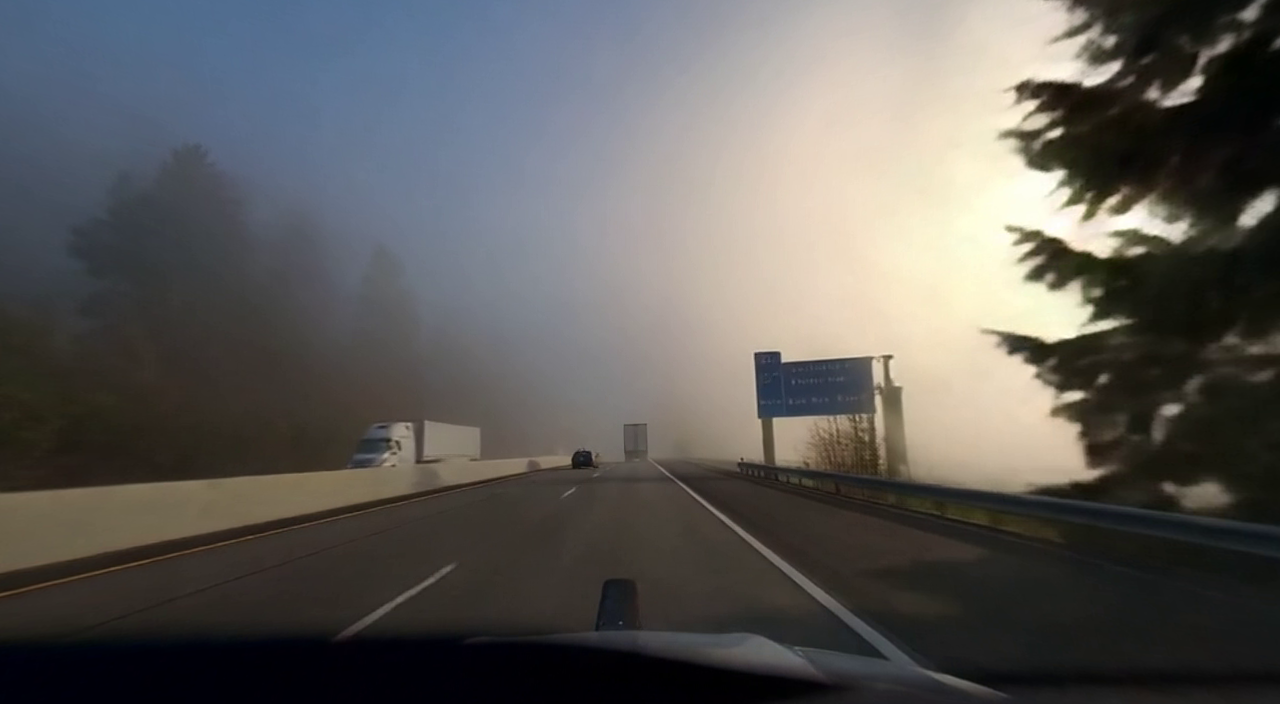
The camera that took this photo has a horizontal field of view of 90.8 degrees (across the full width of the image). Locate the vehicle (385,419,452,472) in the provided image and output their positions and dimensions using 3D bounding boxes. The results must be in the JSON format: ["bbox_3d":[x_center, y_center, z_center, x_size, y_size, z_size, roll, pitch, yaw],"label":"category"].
[{"bbox_3d":[-17.231,7.348,49.479,3.005,3.872,5.858,0,-9,0],"label":"vehicle"}]

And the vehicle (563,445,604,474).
[{"bbox_3d":[-3.396,6.573,38.850,2.081,1.682,4.425,0,-9,0],"label":"vehicle"}]
